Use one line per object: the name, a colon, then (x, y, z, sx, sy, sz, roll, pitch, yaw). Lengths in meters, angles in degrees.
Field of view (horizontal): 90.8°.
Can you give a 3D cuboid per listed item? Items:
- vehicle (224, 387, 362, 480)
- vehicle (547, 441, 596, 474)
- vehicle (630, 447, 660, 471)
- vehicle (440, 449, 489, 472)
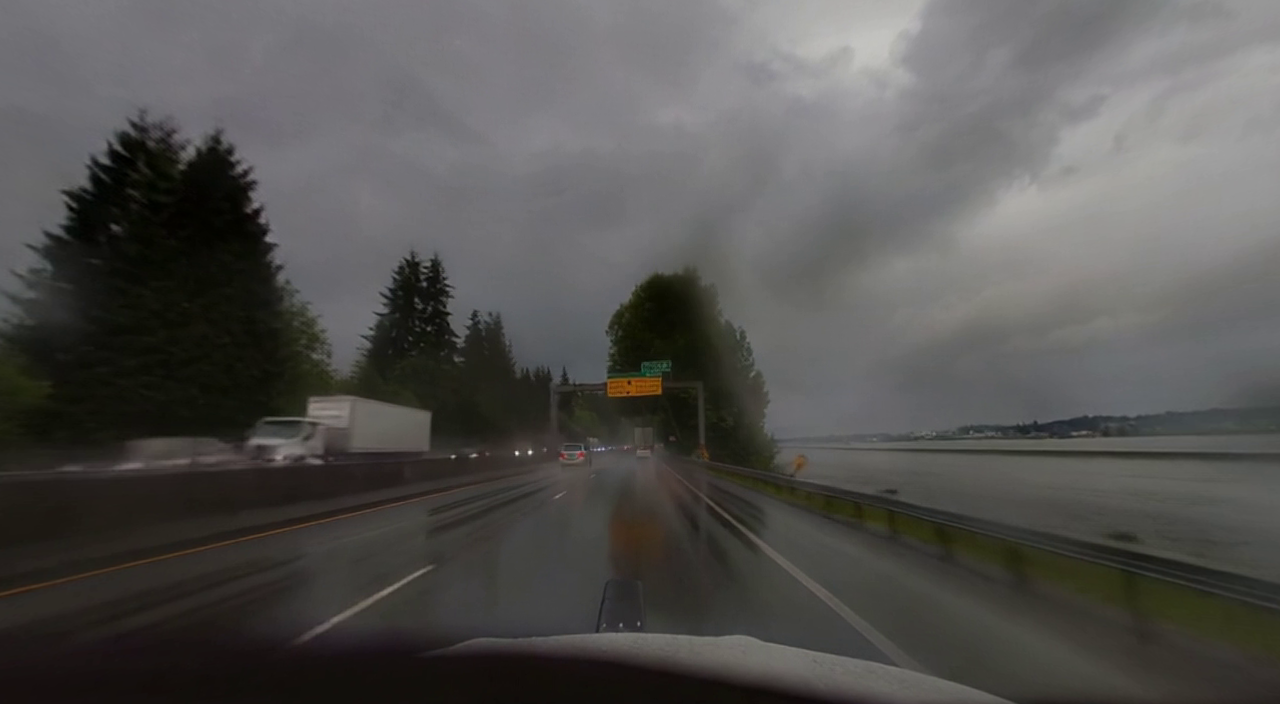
vehicle: (-15.848, 3.844, 29.417, 2.912, 3.866, 5.822, 0, -9, 0)
vehicle: (-3.696, 5.851, 35.134, 2.097, 1.722, 4.808, 0, -9, 1)
vehicle: (0.314, 6.820, 40.228, 1.853, 1.436, 3.438, 0, -9, 0)
vehicle: (-11.611, 7.178, 41.929, 1.918, 1.396, 4.332, 0, -9, 1)
